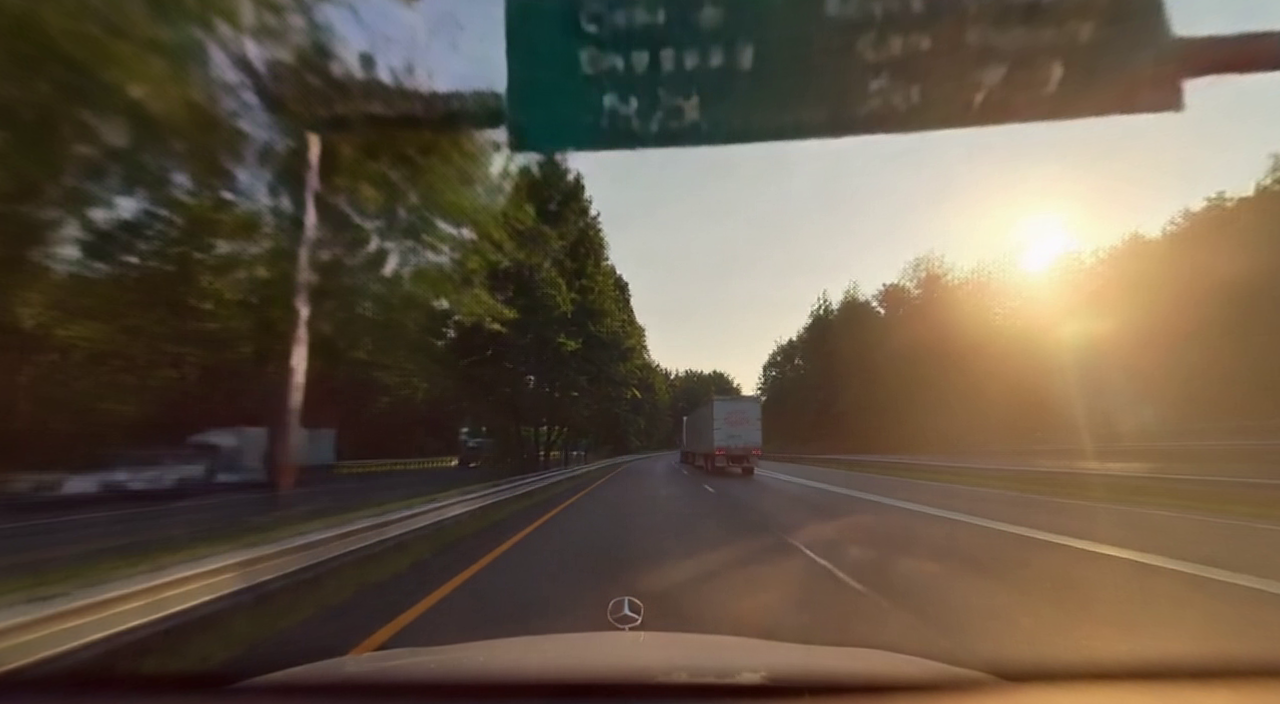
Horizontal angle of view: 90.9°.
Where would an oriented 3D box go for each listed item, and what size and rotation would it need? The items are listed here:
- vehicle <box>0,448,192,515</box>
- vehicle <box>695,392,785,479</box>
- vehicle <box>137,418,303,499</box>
[{"bbox_3d":[-15.645,3.626,18.217,2.040,1.659,4.491,0,-9,0],"label":"vehicle"},{"bbox_3d":[5.160,4.888,35.864,2.859,3.984,14.045,0,-9,0],"label":"vehicle"},{"bbox_3d":[-15.666,4.008,24.061,2.493,2.709,5.288,0,-9,1],"label":"vehicle"}]
